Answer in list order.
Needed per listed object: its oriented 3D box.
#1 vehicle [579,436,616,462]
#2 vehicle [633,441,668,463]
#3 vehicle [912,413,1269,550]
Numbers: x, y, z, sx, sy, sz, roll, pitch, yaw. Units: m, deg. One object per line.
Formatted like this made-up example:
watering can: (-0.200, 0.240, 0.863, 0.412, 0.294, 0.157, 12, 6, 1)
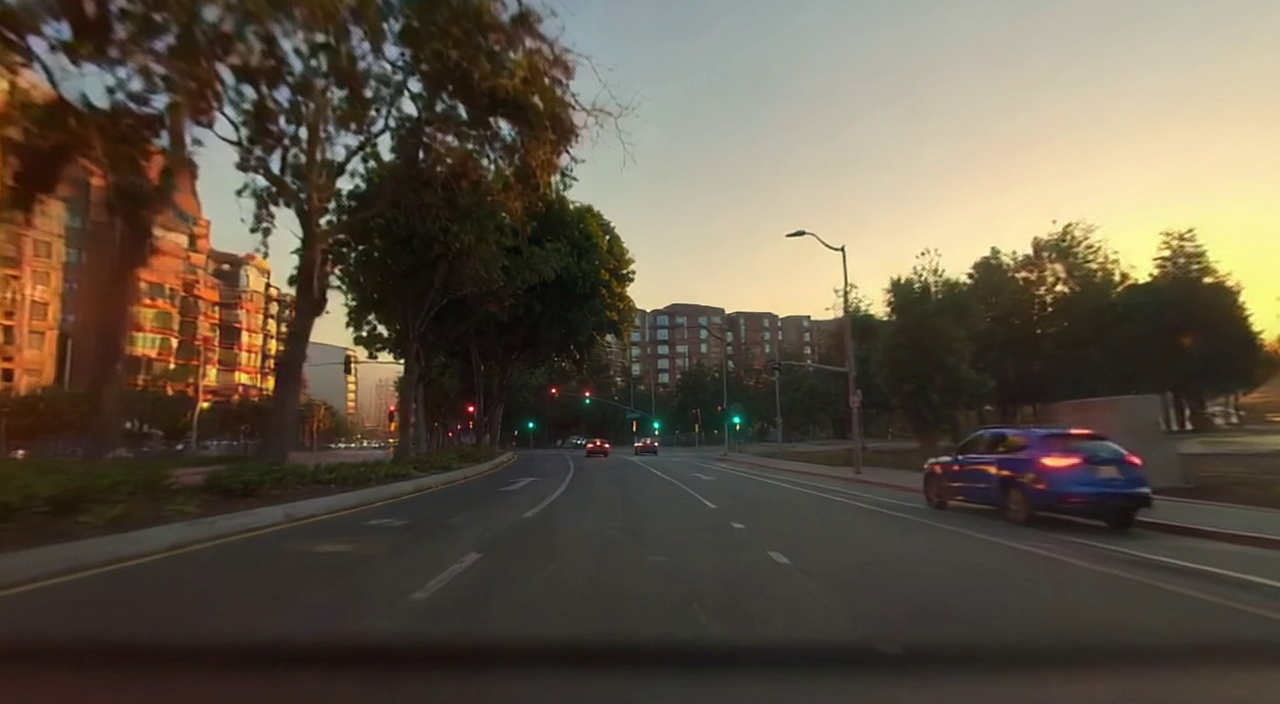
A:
vehicle: (-3.135, 6.968, 45.392, 2.317, 1.713, 4.231, 1, -9, -8)
vehicle: (0.665, 6.890, 43.628, 1.918, 1.479, 4.468, 1, -9, -6)
vehicle: (6.504, 1.932, 10.104, 2.042, 1.635, 4.858, 0, -9, -1)
